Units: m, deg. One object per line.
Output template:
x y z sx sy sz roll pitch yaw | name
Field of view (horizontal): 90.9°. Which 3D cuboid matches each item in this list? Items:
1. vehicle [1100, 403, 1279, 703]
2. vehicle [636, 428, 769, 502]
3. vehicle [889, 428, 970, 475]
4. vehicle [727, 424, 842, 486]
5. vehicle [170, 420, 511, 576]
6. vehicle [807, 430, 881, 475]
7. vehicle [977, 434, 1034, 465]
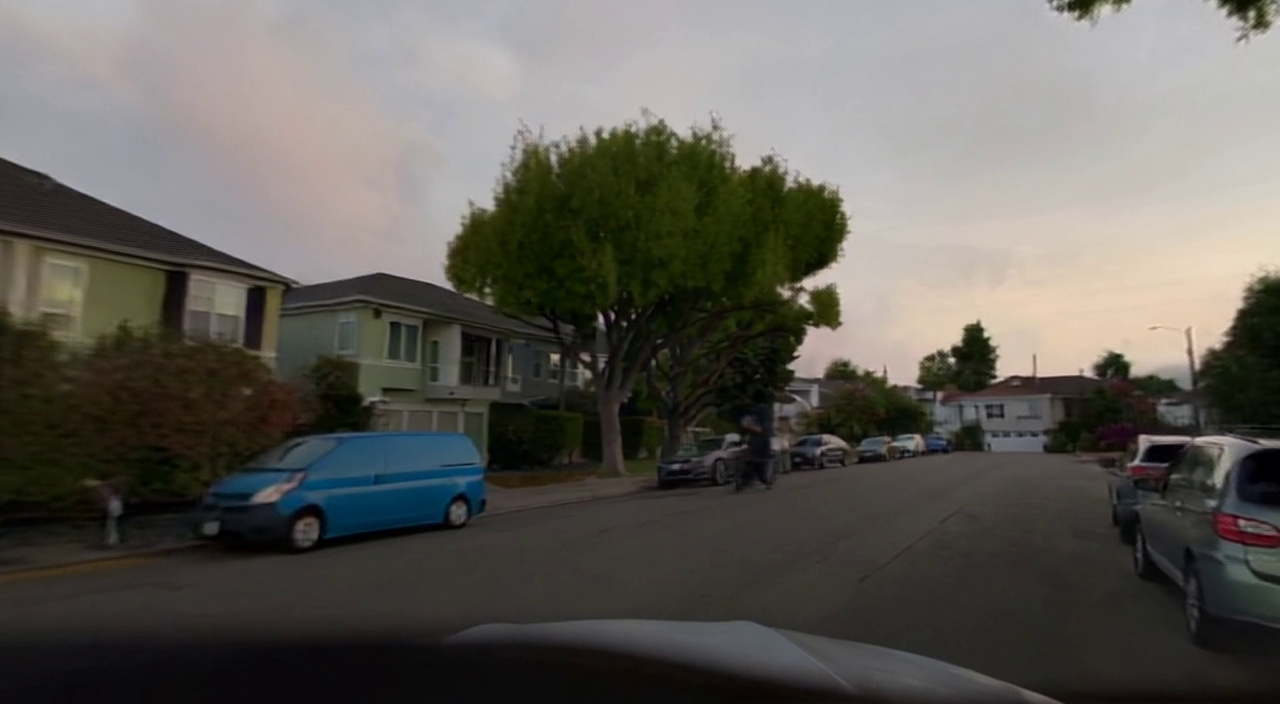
4.750 1.178 4.393 2.008 1.507 4.226 -5 -9 31 | vehicle
1.699 2.744 15.911 1.828 1.488 3.785 -5 -7 32 | vehicle
11.573 3.896 25.030 1.959 1.670 4.255 -6 -10 37 | vehicle
4.815 3.283 20.487 1.872 1.670 4.428 -10 -11 35 | vehicle
-3.603 1.664 8.178 1.798 1.507 3.513 -4 -8 32 | vehicle
8.175 3.953 25.052 1.734 1.549 3.465 -10 -11 33 | vehicle
19.169 5.042 32.947 1.889 1.505 3.849 -7 -10 39 | vehicle
